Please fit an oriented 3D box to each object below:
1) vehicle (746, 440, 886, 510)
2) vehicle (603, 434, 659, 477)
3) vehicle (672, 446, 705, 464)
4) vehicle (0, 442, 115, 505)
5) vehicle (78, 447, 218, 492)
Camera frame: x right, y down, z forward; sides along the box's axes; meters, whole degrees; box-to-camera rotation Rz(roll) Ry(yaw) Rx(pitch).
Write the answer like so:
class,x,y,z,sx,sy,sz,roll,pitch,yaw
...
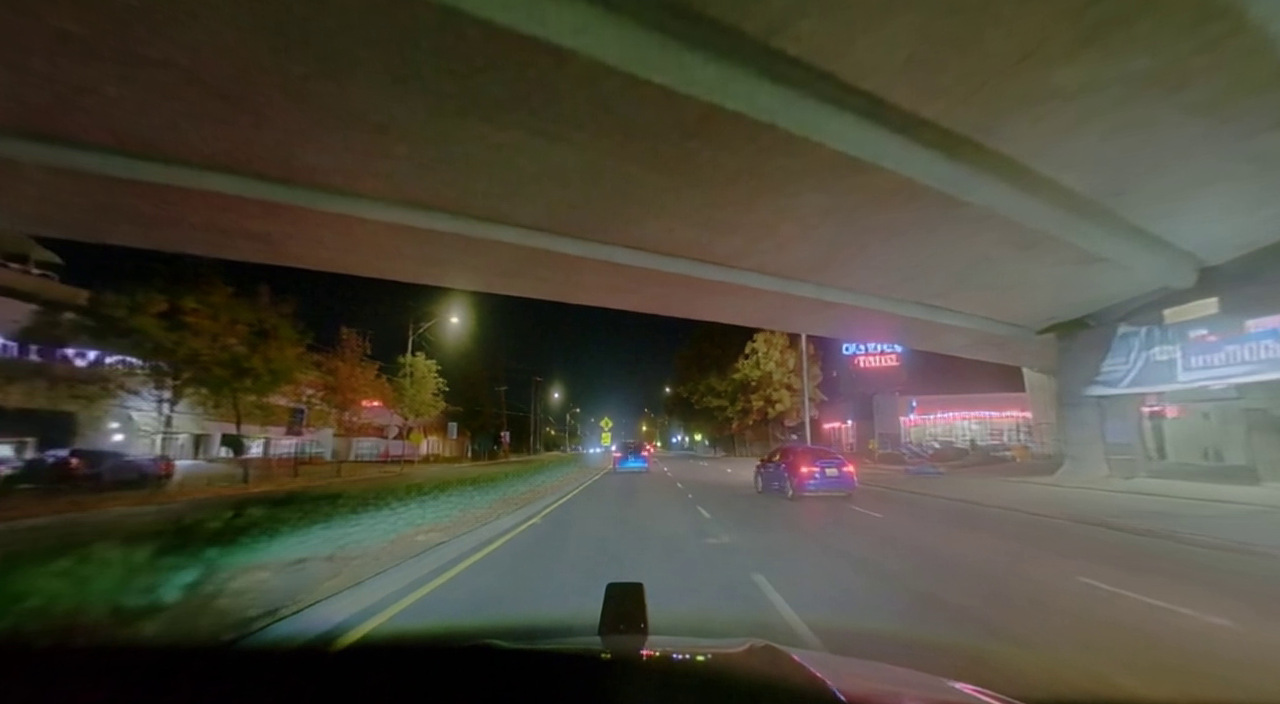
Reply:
class,x,y,z,sx,sy,sz,roll,pitch,yaw
vehicle,4.209,3.006,15.980,1.954,1.479,4.557,1,-8,-4
vehicle,-0.389,4.817,29.583,2.441,1.813,4.581,0,-8,0
vehicle,3.718,7.959,48.868,2.126,1.375,4.241,0,-8,-1
vehicle,-19.758,3.823,20.214,1.989,1.820,4.427,0,-8,-1
vehicle,-19.439,4.627,25.213,1.913,1.612,4.505,0,-8,0
